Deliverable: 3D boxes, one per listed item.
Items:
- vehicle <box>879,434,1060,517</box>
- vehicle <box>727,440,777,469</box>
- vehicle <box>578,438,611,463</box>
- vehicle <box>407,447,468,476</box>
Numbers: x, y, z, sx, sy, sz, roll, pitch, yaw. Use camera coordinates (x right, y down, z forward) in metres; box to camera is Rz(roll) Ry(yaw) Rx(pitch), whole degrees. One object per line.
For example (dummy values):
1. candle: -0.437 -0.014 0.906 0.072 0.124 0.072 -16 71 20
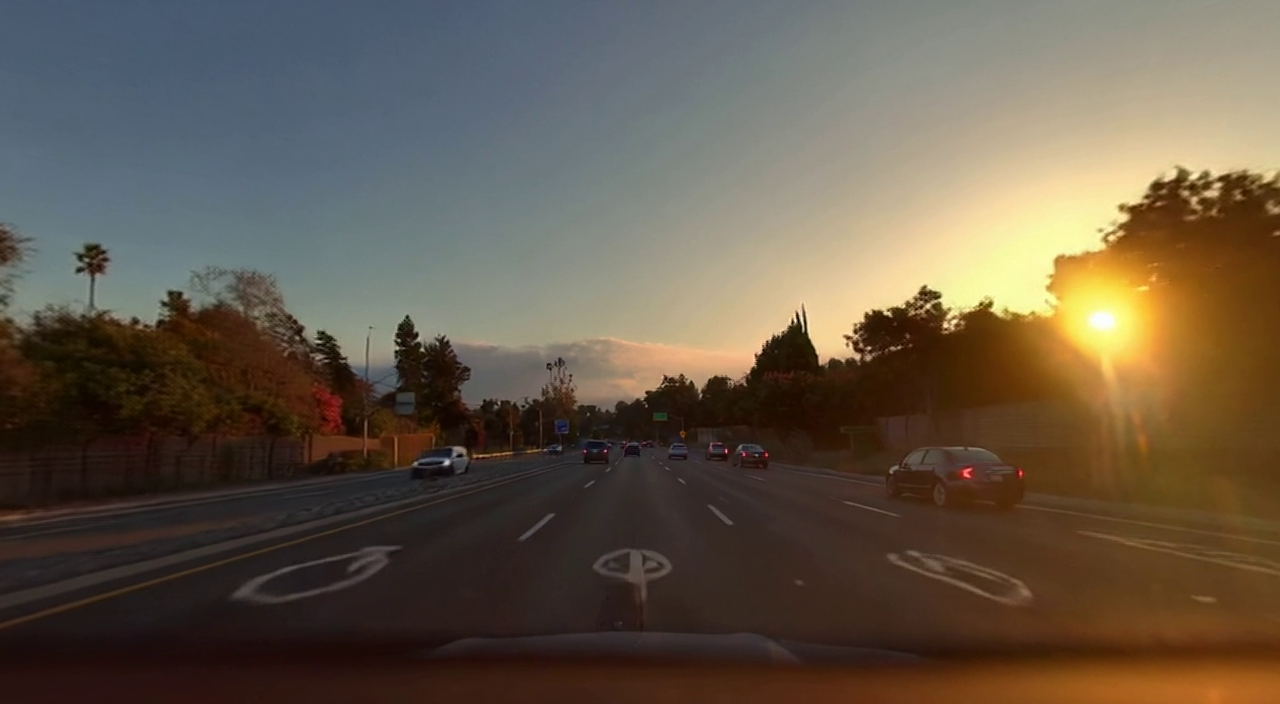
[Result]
1. vehicle: 6.806 2.559 13.573 1.838 1.518 3.713 0 -8 -1
2. vehicle: 6.434 5.940 36.837 1.987 1.597 4.463 0 -8 -1
3. vehicle: -3.439 7.549 48.538 2.230 1.827 4.406 0 -8 0
4. vehicle: -11.179 6.049 35.188 1.973 1.536 3.872 0 -8 3
